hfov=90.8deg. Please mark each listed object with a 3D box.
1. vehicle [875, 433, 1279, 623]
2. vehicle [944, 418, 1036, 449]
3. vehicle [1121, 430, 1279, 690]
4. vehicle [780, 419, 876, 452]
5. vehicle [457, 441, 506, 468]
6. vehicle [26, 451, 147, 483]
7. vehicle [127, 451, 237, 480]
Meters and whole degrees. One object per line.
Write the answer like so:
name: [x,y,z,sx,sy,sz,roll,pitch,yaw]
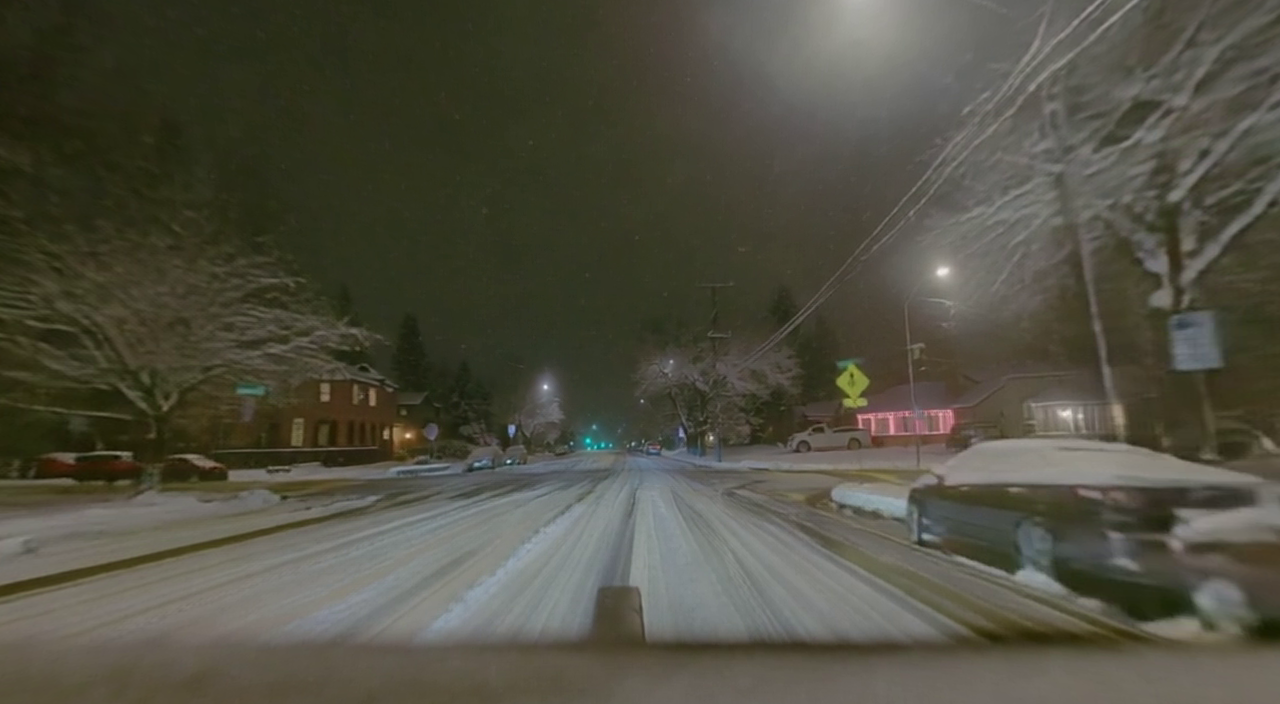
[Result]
vehicle: [4.667,1.729,7.300,2.052,1.464,4.525,0,-9,-2]
vehicle: [23.188,5.441,41.993,4.831,2.013,2.082,0,-8,-1]
vehicle: [4.728,1.030,2.523,2.196,1.472,4.426,0,-8,2]
vehicle: [13.717,6.222,46.304,6.244,2.050,2.209,-9,-13,37]
vehicle: [-10.792,7.018,43.377,2.037,1.755,4.434,0,-8,2]
vehicle: [-29.419,6.106,33.678,4.477,1.469,2.032,-1,-8,-1]
vehicle: [-24.374,6.054,33.747,4.197,1.431,2.165,0,-9,0]
